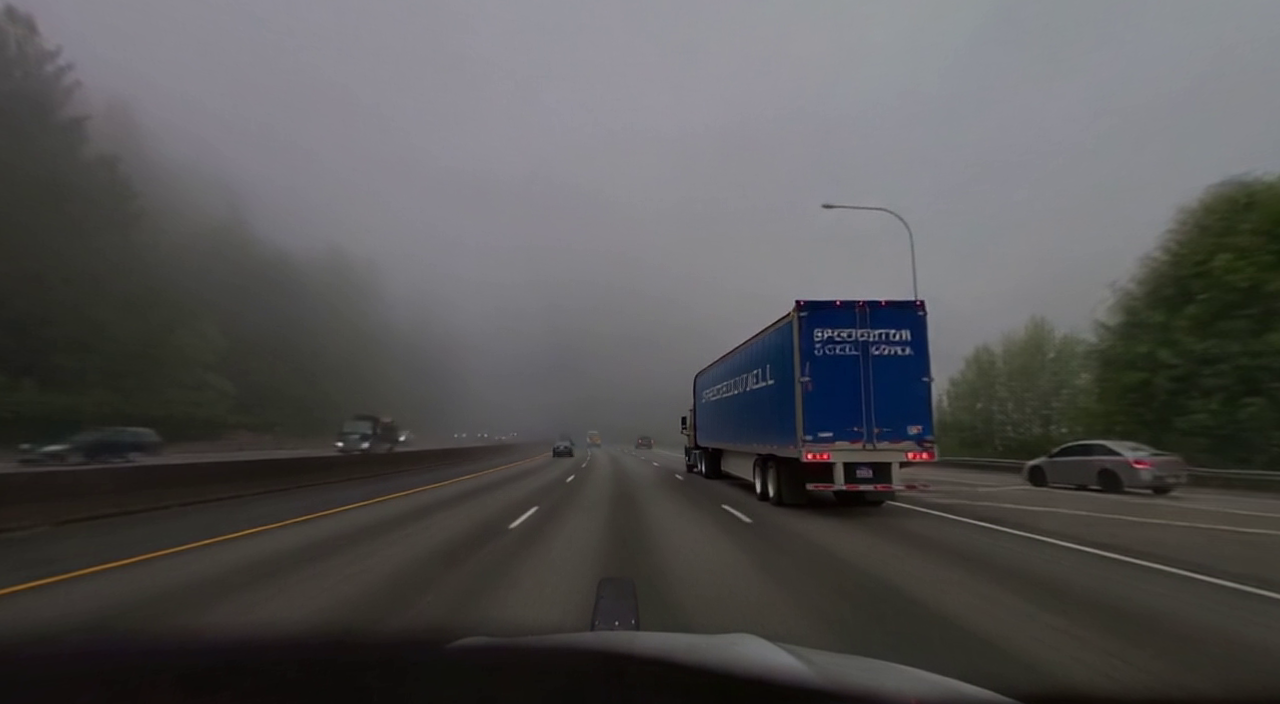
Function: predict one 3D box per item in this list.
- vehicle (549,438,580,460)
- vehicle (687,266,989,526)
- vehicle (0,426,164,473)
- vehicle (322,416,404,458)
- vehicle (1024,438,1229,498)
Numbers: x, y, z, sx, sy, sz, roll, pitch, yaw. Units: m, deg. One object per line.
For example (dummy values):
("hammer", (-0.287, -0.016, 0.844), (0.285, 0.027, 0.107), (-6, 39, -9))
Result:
("vehicle", (-5.578, 7.224, 47.036), (2.030, 1.547, 3.862), (1, -8, -3))
("vehicle", (3.584, 1.620, 16.917), (2.910, 4.051, 14.278), (0, -8, -2))
("vehicle", (-19.344, 3.374, 22.035), (1.824, 1.479, 4.672), (0, -8, -2))
("vehicle", (-16.229, 5.032, 37.342), (2.371, 2.268, 5.885), (0, -8, -3))
("vehicle", (15.320, 3.627, 20.257), (1.975, 1.655, 4.814), (3, -8, -18))
